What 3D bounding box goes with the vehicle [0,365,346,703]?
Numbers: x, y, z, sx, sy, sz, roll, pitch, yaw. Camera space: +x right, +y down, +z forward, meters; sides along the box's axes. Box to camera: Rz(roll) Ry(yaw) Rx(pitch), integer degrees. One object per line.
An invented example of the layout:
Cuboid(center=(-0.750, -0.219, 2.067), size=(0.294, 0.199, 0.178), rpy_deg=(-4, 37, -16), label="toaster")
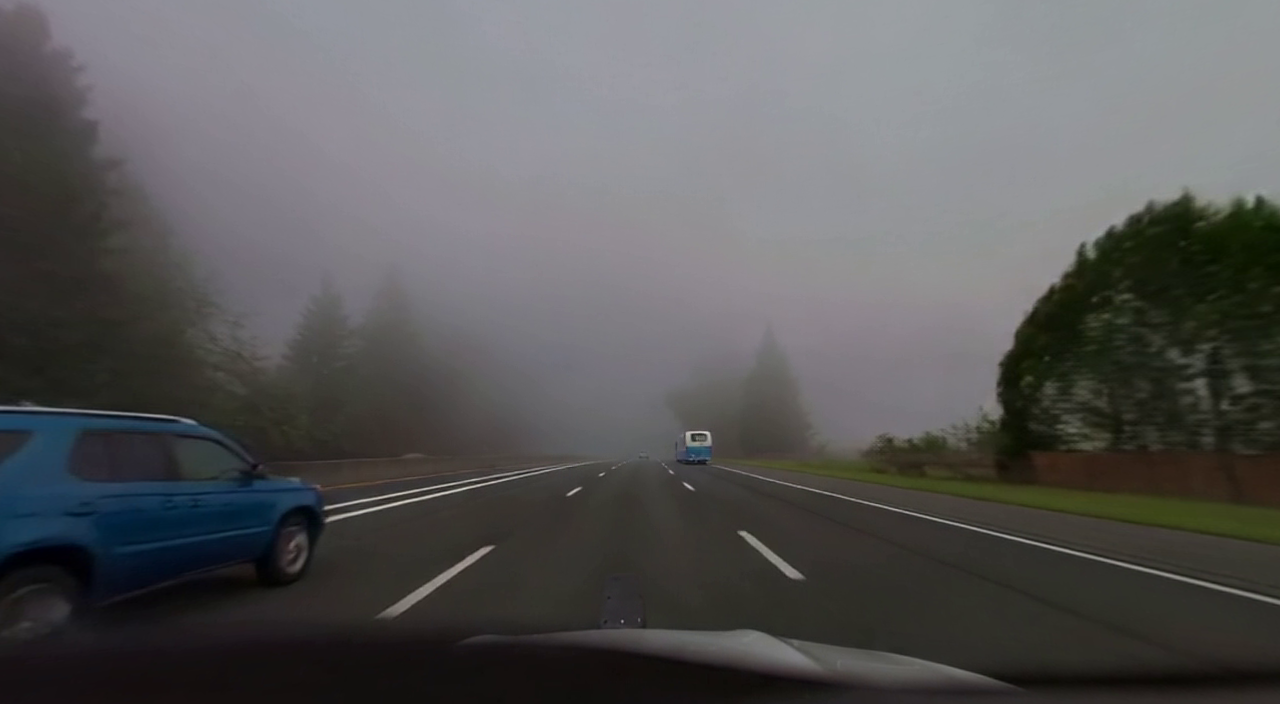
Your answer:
Cuboid(center=(-4.064, 1.049, 4.054), size=(2.020, 1.619, 4.690), rpy_deg=(0, -9, 1), label="vehicle")
